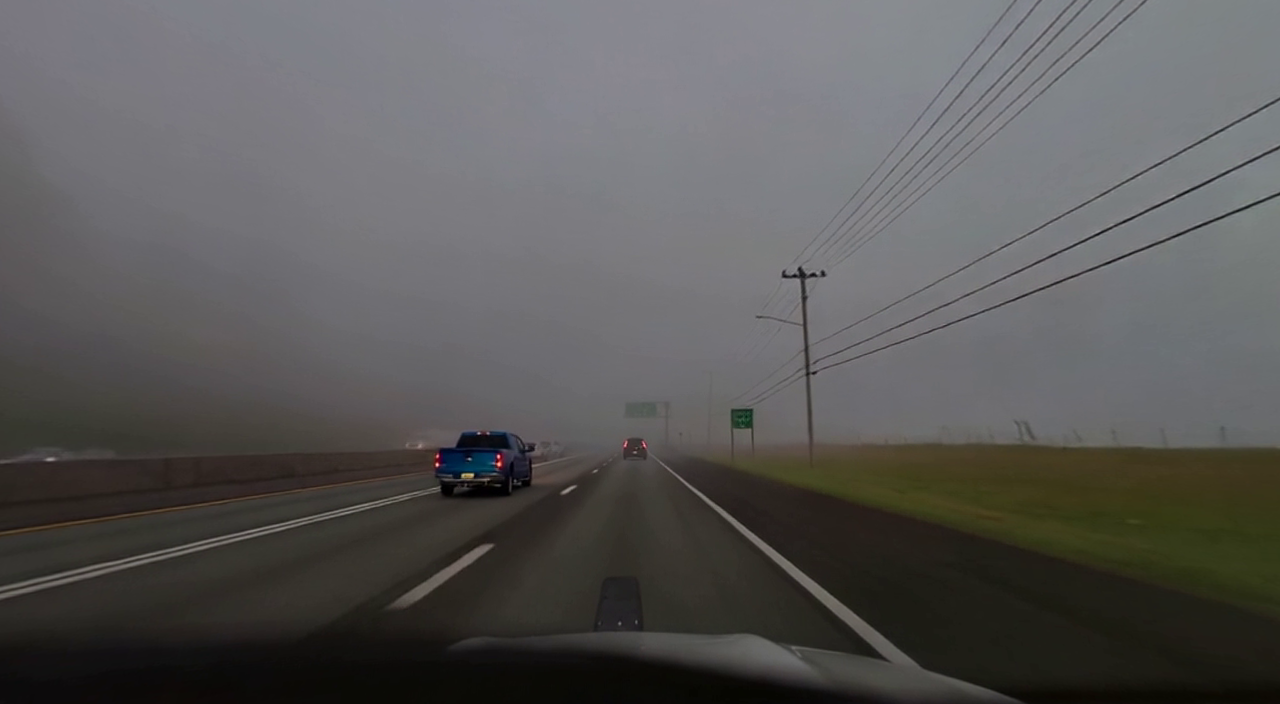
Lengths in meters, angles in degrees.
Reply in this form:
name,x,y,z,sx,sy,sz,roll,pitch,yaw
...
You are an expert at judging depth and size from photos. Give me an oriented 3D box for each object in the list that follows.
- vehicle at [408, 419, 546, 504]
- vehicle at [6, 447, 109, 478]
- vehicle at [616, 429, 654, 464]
name,x,y,z,sx,sy,sz,roll,pitch,yaw
vehicle,-3.934,2.765,16.404,2.204,1.812,5.289,0,-8,0
vehicle,-35.476,6.722,38.627,1.798,1.539,4.716,-4,-8,2
vehicle,-0.368,6.247,41.813,2.358,2.144,4.713,0,-8,-1
